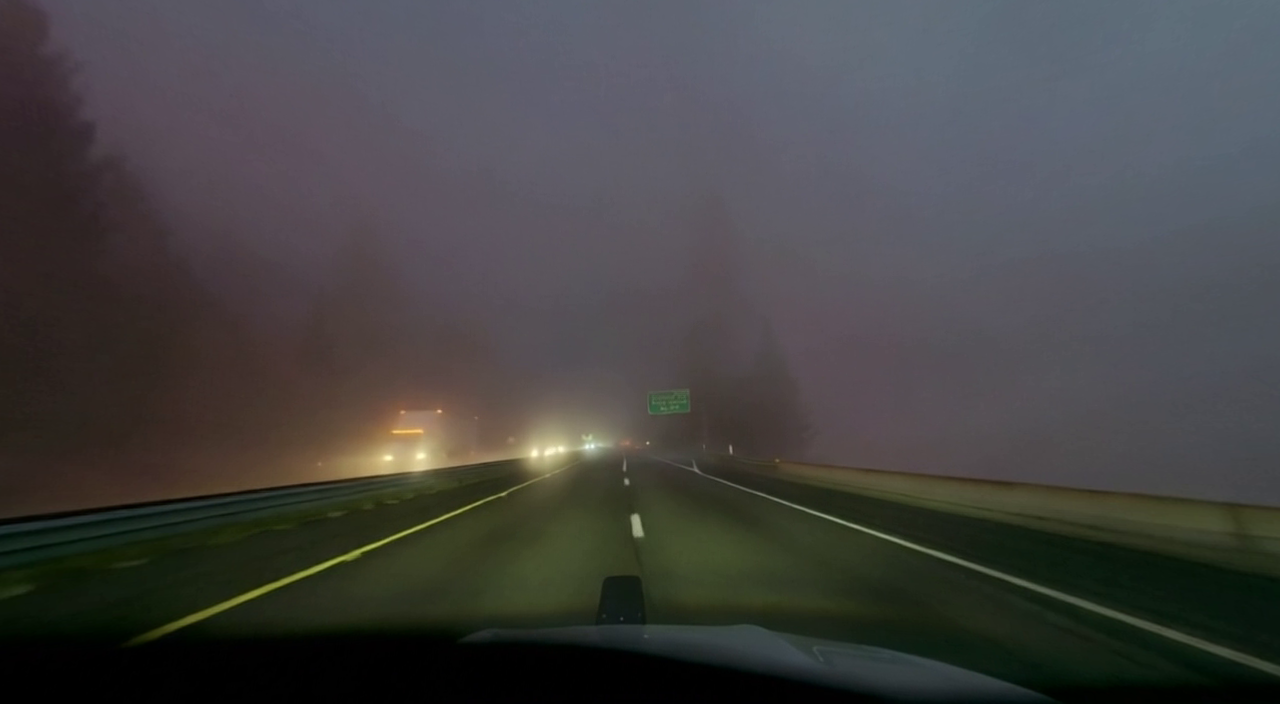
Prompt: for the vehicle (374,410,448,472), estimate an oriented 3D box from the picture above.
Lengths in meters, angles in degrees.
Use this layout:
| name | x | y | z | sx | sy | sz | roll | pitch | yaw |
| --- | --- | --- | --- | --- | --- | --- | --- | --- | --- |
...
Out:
| name | x | y | z | sx | sy | sz | roll | pitch | yaw |
| --- | --- | --- | --- | --- | --- | --- | --- | --- | --- |
| vehicle | -15.854 | 6.265 | 44.232 | 2.968 | 3.954 | 5.903 | 0 | -9 | -1 |
